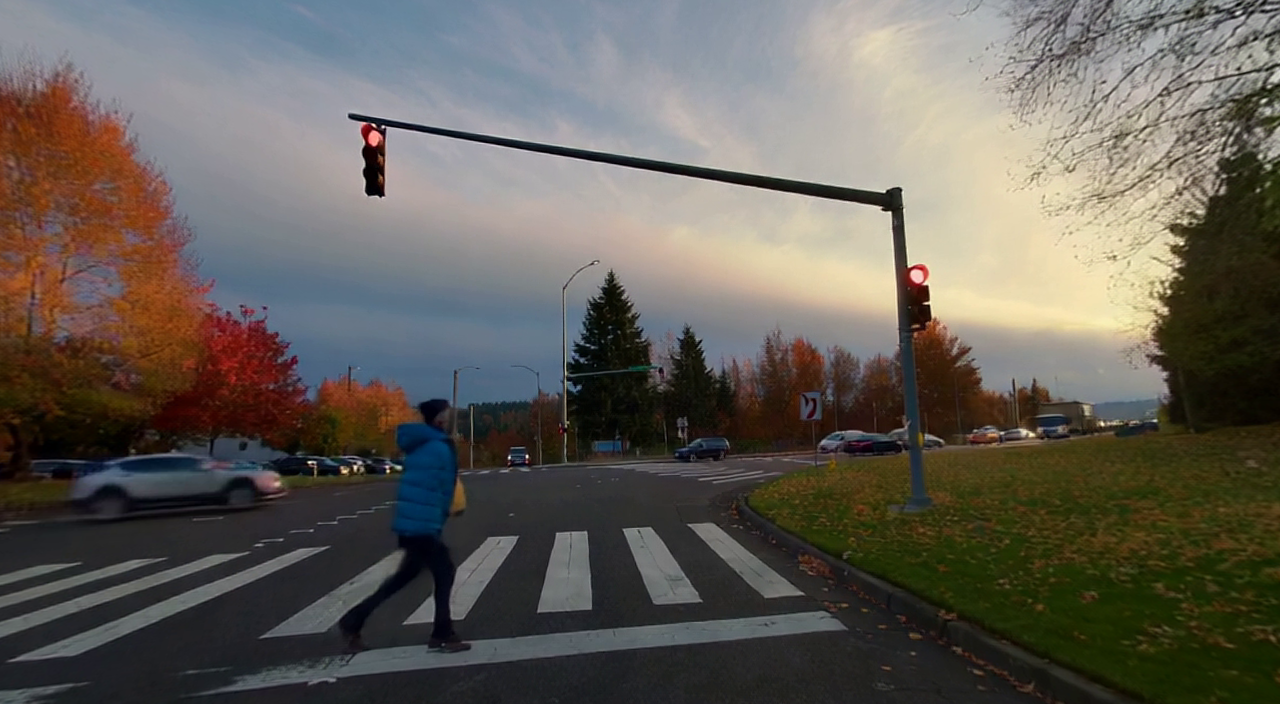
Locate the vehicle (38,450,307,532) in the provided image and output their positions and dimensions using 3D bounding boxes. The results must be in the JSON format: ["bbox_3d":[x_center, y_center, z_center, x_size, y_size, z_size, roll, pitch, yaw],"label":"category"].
[{"bbox_3d":[-10.932,3.168,15.028,1.915,1.586,4.734,-7,-11,39],"label":"vehicle"}]

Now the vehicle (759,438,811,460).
[{"bbox_3d":[11.481,7.640,49.354,1.979,1.659,4.907,-8,-11,39],"label":"vehicle"}]

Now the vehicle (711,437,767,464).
[{"bbox_3d":[6.964,6.897,43.955,1.867,1.743,4.259,-8,-11,40],"label":"vehicle"}]

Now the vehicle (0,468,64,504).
[{"bbox_3d":[-30.339,6.449,30.348,1.800,1.520,3.968,2,-9,-14],"label":"vehicle"}]
